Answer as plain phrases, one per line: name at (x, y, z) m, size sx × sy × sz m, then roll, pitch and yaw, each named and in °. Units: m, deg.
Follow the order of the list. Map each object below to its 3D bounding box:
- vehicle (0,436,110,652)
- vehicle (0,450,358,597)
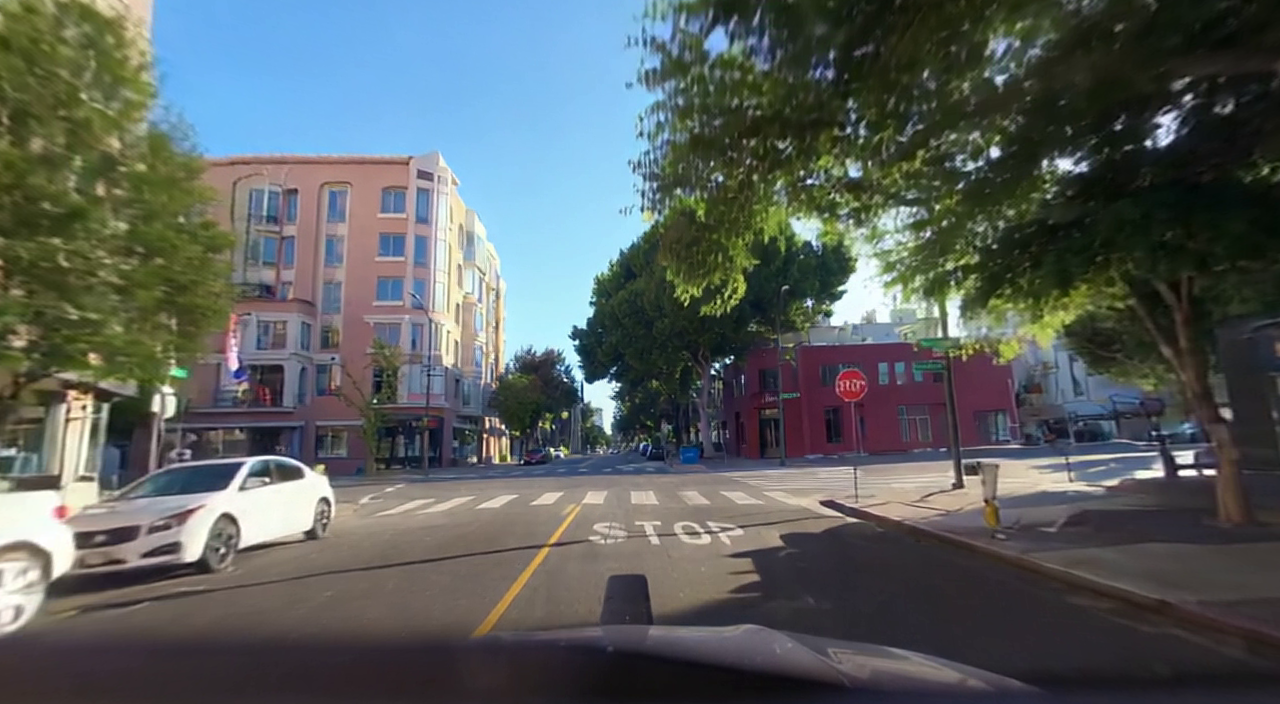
vehicle at (-5.806, 1.267, 3.432) m, size 1.901 × 1.631 × 4.570 m, roll 0°, pitch -8°, yaw -1°
vehicle at (-5.910, 2.126, 8.803) m, size 1.874 × 1.460 × 4.495 m, roll 0°, pitch -8°, yaw 0°
